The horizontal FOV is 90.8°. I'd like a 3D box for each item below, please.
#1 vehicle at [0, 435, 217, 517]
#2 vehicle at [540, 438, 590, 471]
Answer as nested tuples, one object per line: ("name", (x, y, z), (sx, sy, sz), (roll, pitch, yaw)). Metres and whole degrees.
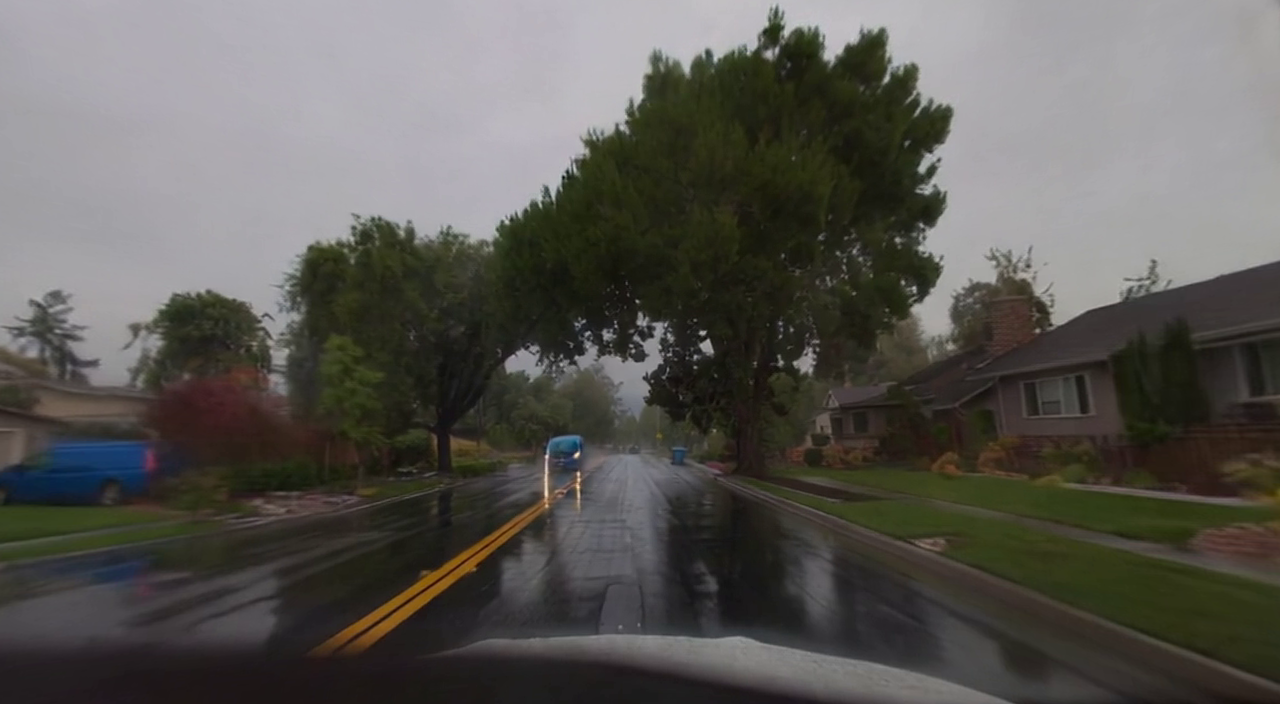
("vehicle", (-14.444, 3.175, 16.710), (2.145, 1.839, 4.837), (-6, -10, 33))
("vehicle", (-4.397, 6.154, 38.021), (2.303, 1.813, 5.660), (0, -8, 0))
